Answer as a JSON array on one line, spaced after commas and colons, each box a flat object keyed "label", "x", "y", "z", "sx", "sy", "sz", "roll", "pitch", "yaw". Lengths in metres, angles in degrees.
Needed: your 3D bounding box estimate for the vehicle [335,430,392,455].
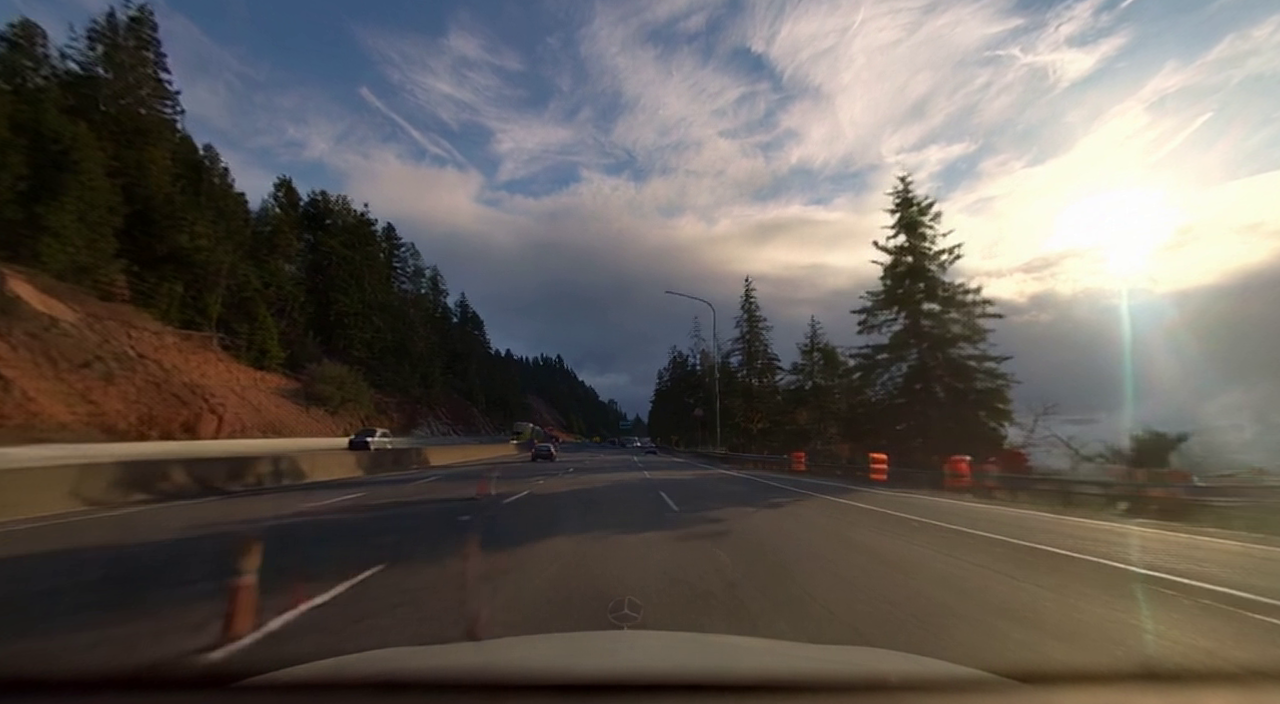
[{"label": "vehicle", "x": -19.527, "y": 6.432, "z": 44.723, "sx": 1.952, "sy": 1.661, "sz": 4.651, "roll": 0, "pitch": -9, "yaw": 0}]
